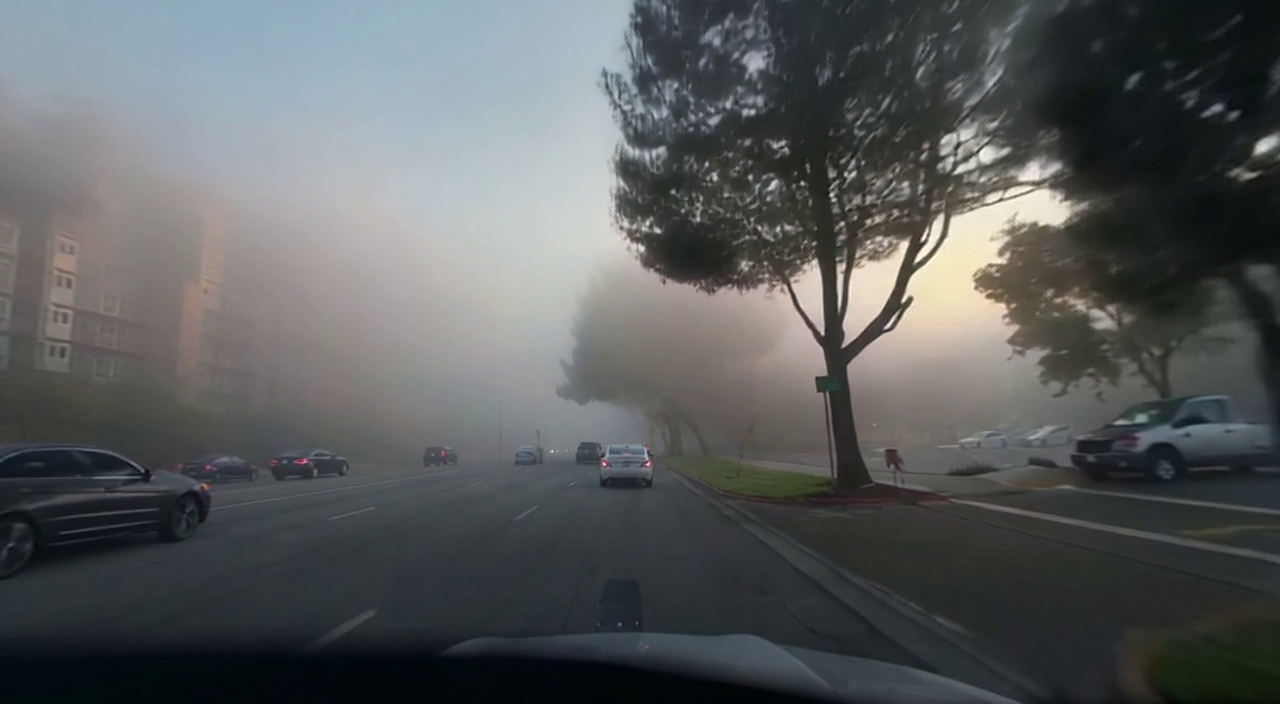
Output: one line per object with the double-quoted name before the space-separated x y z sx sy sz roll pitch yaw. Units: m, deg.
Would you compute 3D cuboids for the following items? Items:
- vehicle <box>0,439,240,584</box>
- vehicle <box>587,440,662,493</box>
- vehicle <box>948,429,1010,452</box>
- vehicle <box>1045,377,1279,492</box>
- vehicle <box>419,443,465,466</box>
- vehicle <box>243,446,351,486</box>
"vehicle" -7.471 1.848 7.931 1.906 1.449 4.576 0 -9 -1
"vehicle" -0.484 3.570 20.015 2.099 1.469 4.389 0 -9 -1
"vehicle" 24.783 6.479 46.246 3.437 1.408 1.759 -4 -9 -5
"vehicle" 12.576 1.717 14.021 5.253 2.014 2.666 -4 -8 -5
"vehicle" -14.996 7.782 48.062 2.064 1.686 4.380 0 -9 0
"vehicle" -13.971 4.650 26.091 2.024 1.484 4.592 1 -9 -2
